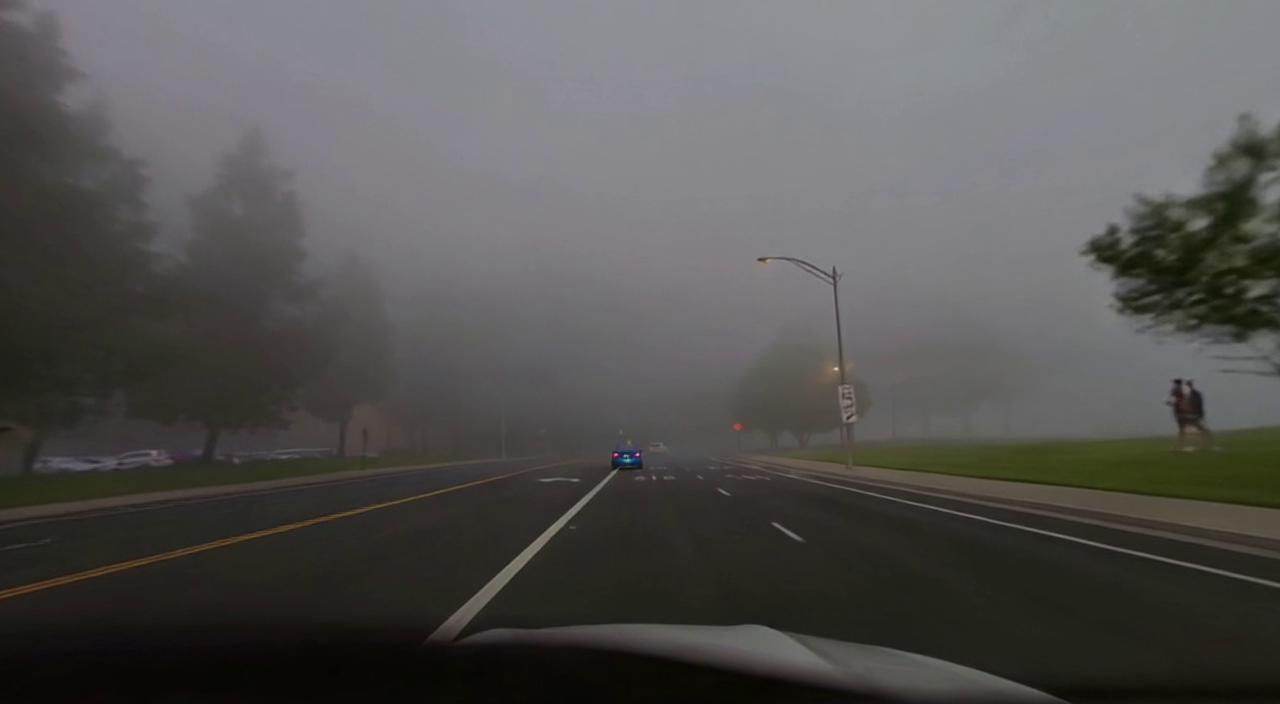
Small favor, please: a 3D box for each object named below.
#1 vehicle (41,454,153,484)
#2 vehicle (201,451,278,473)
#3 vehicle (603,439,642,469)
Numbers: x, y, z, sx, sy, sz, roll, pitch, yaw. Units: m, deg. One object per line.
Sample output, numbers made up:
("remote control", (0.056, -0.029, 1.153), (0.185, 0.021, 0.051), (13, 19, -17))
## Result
("vehicle", (-30.017, 6.457, 34.968), (4.468, 1.471, 1.879), (-1, -8, 1))
("vehicle", (-30.318, 8.345, 47.859), (4.455, 1.566, 2.029), (0, -8, -2))
("vehicle", (-0.894, 5.489, 34.214), (1.978, 1.499, 3.915), (-1, -8, 0))
